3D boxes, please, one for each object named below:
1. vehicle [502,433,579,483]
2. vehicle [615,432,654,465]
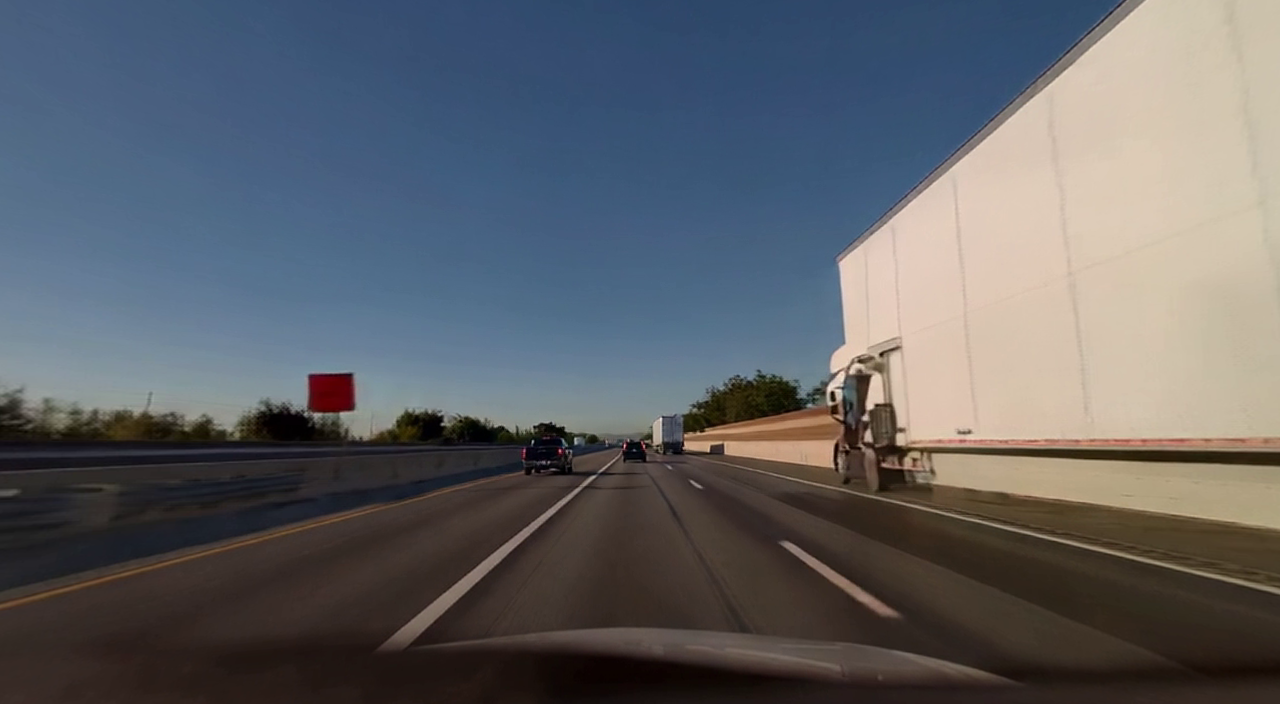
[{"bbox_3d":[-3.802,4.133,24.906,2.326,1.761,4.450,-1,-8,0],"label":"vehicle"},{"bbox_3d":[-0.407,6.453,42.190,2.456,2.007,4.728,0,-8,-2],"label":"vehicle"}]
